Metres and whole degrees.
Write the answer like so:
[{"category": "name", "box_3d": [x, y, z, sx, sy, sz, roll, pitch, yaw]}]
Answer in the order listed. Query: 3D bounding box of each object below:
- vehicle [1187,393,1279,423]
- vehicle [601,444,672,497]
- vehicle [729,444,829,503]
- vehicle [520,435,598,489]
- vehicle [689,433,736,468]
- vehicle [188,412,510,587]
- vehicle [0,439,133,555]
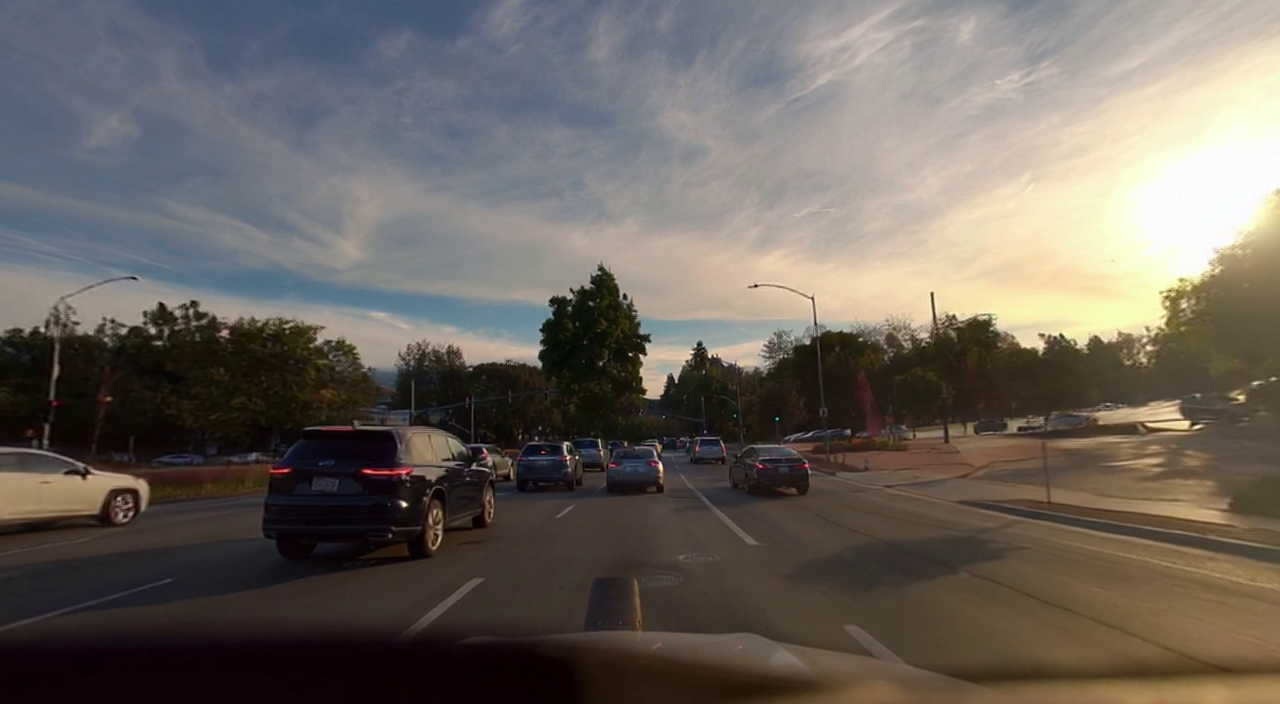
[{"category": "vehicle", "box_3d": [44.278, 4.213, 47.176, 5.388, 2.023, 2.174, 1, -9, -12]}, {"category": "vehicle", "box_3d": [-0.081, 3.735, 20.346, 2.030, 1.477, 4.330, 0, -9, 1]}, {"category": "vehicle", "box_3d": [3.860, 3.428, 18.296, 1.884, 1.463, 4.195, 0, -9, -1]}, {"category": "vehicle", "box_3d": [-2.956, 4.149, 24.112, 2.218, 1.829, 4.492, -1, -9, 2]}, {"category": "vehicle", "box_3d": [4.045, 5.608, 35.895, 2.099, 1.845, 4.363, 0, -9, -1]}, {"category": "vehicle", "box_3d": [-3.480, 1.880, 9.056, 2.111, 1.745, 5.274, 0, -9, 0]}, {"category": "vehicle", "box_3d": [-9.342, 1.833, 7.905, 2.146, 1.480, 4.589, 0, -9, 1]}]
